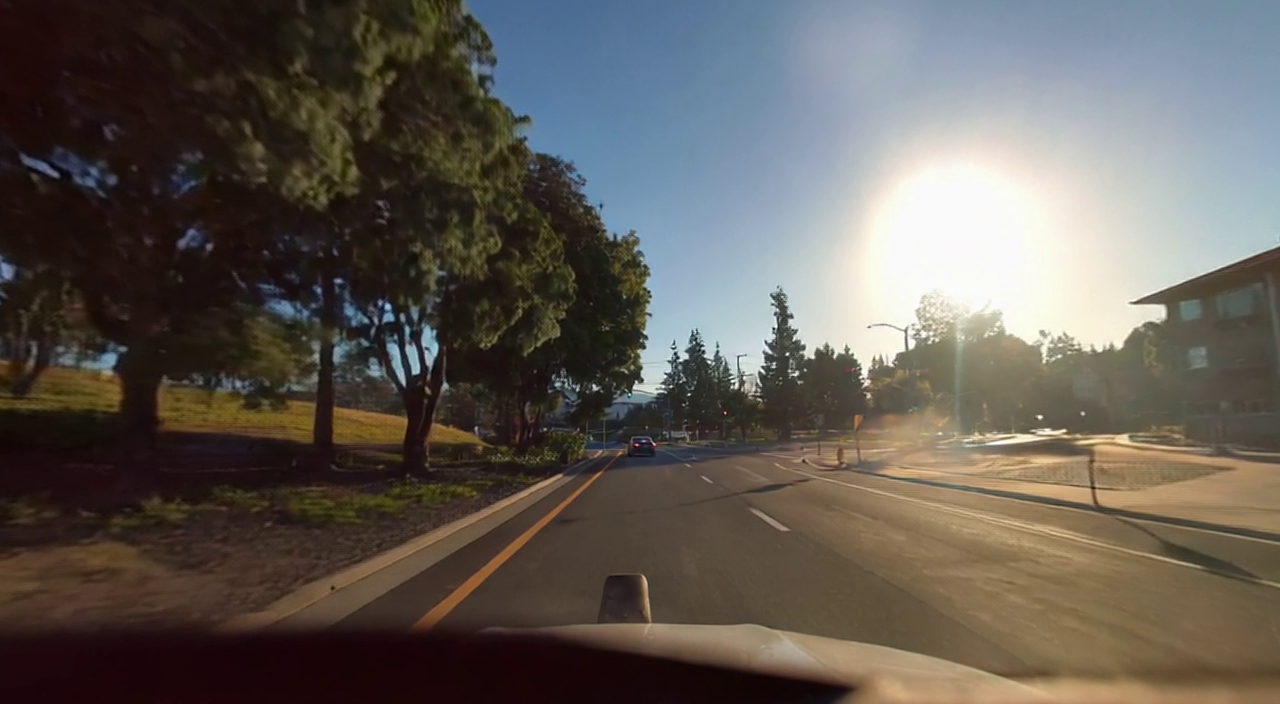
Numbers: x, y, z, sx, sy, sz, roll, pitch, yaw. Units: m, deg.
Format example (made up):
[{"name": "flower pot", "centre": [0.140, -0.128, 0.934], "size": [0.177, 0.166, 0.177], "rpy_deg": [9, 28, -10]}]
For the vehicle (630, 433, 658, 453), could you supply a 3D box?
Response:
[{"name": "vehicle", "centre": [0.258, 6.915, 47.822], "size": [2.056, 1.473, 4.380], "rpy_deg": [0, -8, -1]}]
